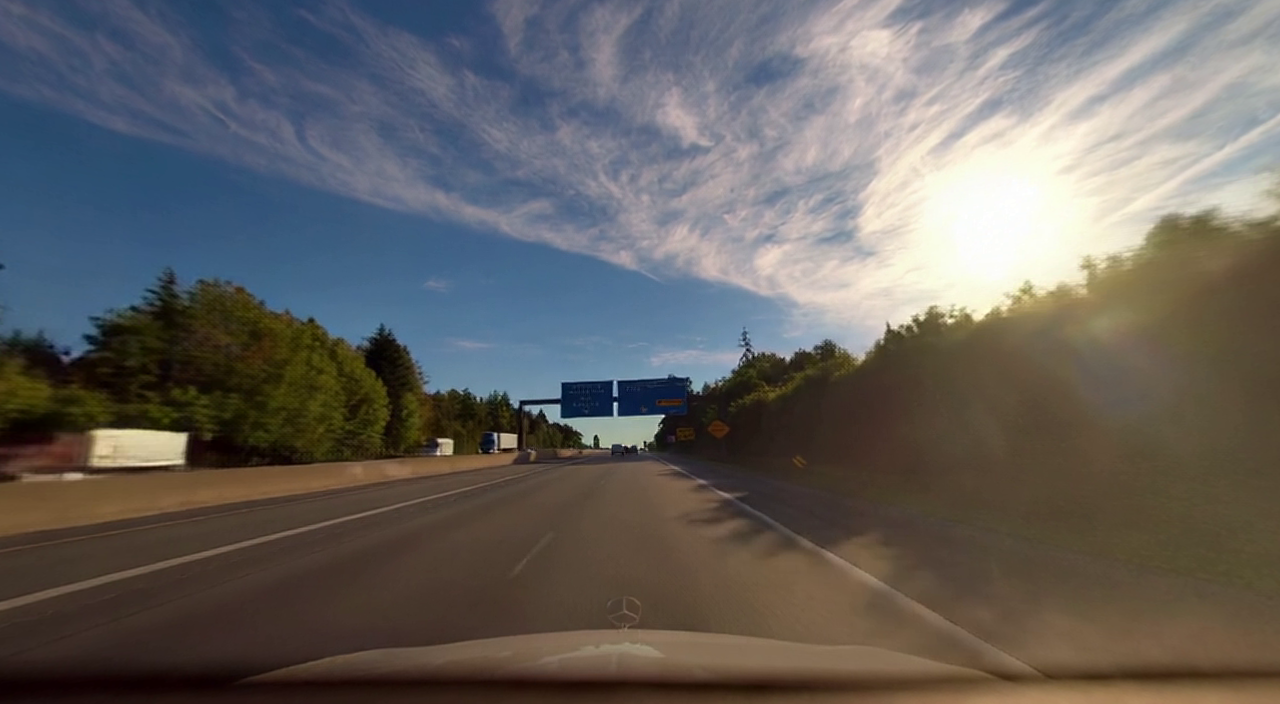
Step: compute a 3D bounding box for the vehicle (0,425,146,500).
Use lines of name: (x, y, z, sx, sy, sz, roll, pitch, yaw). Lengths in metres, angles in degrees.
vehicle: (-24.170, 4.467, 25.881, 2.629, 2.666, 6.284, 0, -9, 0)
